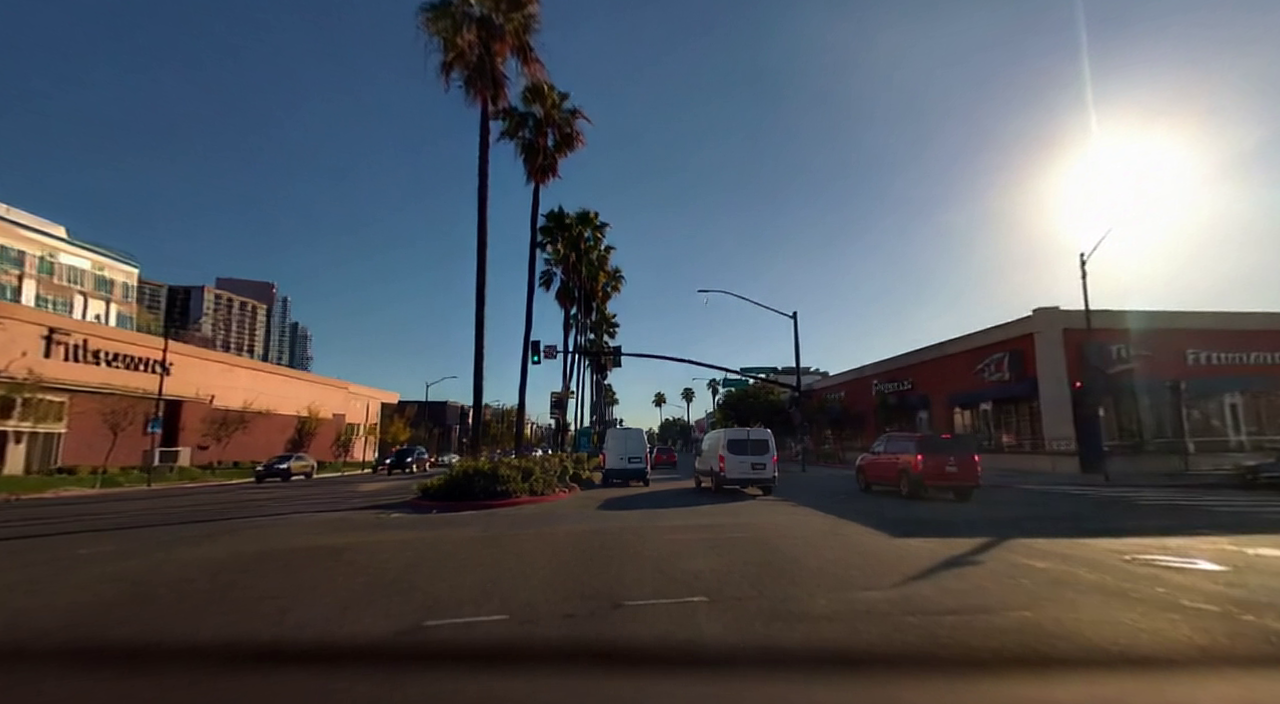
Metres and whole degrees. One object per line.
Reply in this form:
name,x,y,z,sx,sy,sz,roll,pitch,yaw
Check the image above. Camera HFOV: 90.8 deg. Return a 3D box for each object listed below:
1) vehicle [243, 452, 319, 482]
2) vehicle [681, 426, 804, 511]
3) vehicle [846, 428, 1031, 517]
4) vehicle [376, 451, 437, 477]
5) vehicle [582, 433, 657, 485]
vehicle,-22.476,7.186,39.752,1.957,1.753,4.464,-1,-9,4
vehicle,2.411,2.907,16.294,2.200,1.847,4.618,0,-9,-3
vehicle,6.797,2.777,15.091,2.023,1.771,4.488,0,-9,-3
vehicle,-14.387,6.871,39.162,2.067,1.435,4.558,0,-8,0
vehicle,-0.872,4.527,27.066,2.848,1.991,5.706,0,-9,-2
